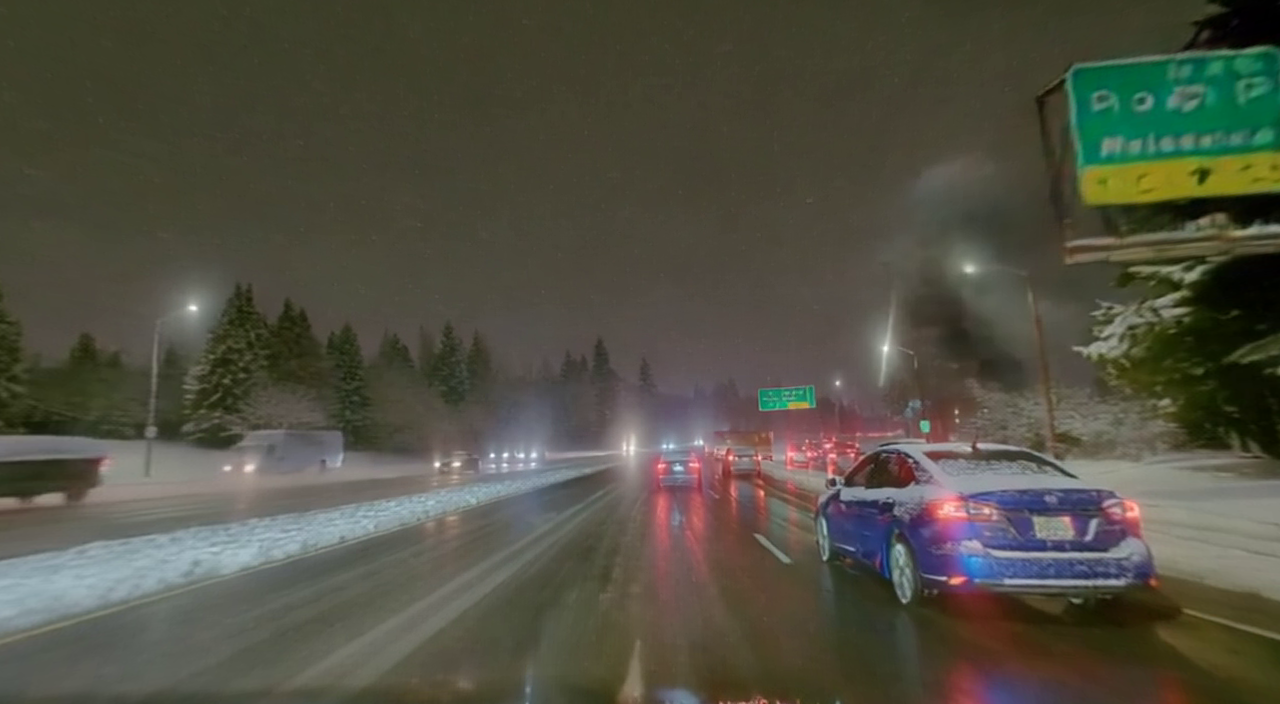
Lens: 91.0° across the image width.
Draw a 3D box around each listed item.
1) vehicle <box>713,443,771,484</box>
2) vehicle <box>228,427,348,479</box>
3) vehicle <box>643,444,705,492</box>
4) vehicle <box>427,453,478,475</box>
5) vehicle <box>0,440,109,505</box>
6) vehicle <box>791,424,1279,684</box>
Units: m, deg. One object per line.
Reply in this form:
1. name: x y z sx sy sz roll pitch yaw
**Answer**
1. vehicle: 4.474 4.927 28.156 2.076 1.684 4.241 0 -9 3
2. vehicle: -21.817 6.323 39.594 3.098 2.950 6.966 -1 -9 4
3. vehicle: 1.254 4.243 23.394 2.074 1.614 3.803 0 -9 3
4. vehicle: -13.630 8.145 46.056 1.973 1.532 4.450 -1 -9 6
5. vehicle: -19.601 3.596 18.934 2.113 1.862 5.561 -1 -9 4
6. vehicle: 2.982 1.528 6.008 2.009 1.489 4.559 0 -9 1
